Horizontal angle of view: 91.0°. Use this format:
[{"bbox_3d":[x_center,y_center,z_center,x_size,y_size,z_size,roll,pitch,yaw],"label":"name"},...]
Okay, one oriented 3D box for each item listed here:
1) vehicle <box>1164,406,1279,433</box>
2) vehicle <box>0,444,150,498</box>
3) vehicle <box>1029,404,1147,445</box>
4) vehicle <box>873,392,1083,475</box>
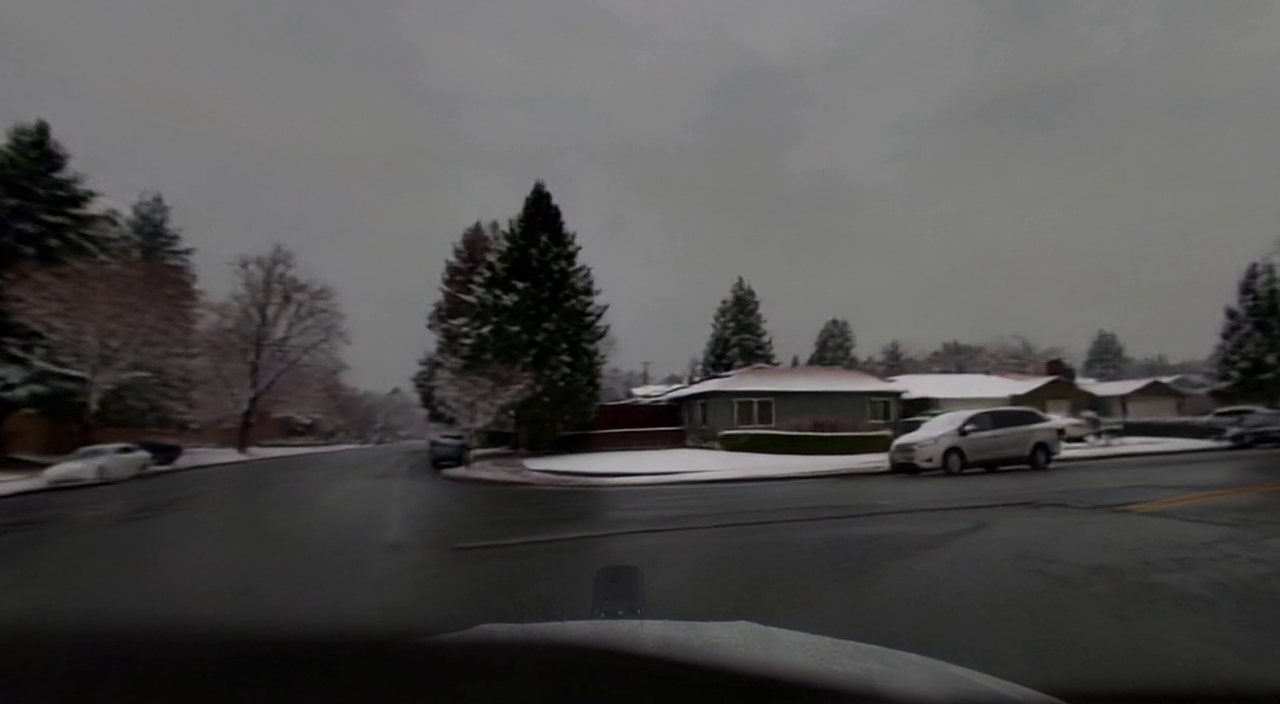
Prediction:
[{"bbox_3d":[37.696,4.465,40.963,2.079,1.558,4.977,4,-9,-26],"label":"vehicle"},{"bbox_3d":[-18.557,3.863,21.002,2.040,1.525,5.212,3,-9,-22],"label":"vehicle"},{"bbox_3d":[22.824,3.791,32.286,2.029,1.747,4.373,3,-11,-21],"label":"vehicle"},{"bbox_3d":[9.991,2.430,18.509,6.088,2.084,2.337,4,-10,-28],"label":"vehicle"}]
